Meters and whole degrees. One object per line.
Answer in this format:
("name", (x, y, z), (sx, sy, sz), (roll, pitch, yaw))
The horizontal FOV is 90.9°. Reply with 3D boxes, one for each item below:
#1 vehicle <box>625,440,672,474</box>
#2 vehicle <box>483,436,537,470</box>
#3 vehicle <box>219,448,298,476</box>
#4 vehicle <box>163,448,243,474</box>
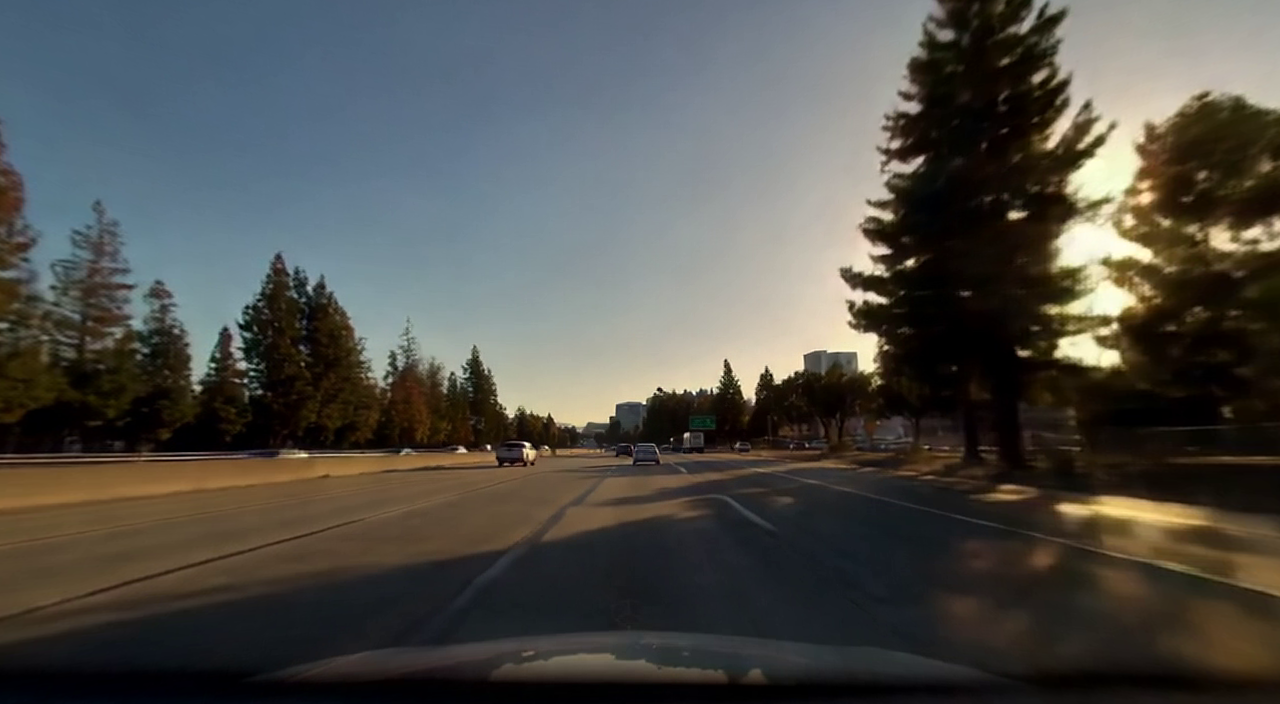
("vehicle", (0.360, 5.068, 30.692), (2.112, 1.482, 4.082), (0, -8, 0))
("vehicle", (-7.406, 5.785, 36.363), (2.093, 1.789, 4.399), (0, -8, 1))
("vehicle", (-21.448, 6.194, 35.689), (1.836, 1.469, 4.067), (0, -8, 1))
("vehicle", (-28.729, 7.154, 41.677), (1.947, 1.564, 4.628), (0, -8, 1))
